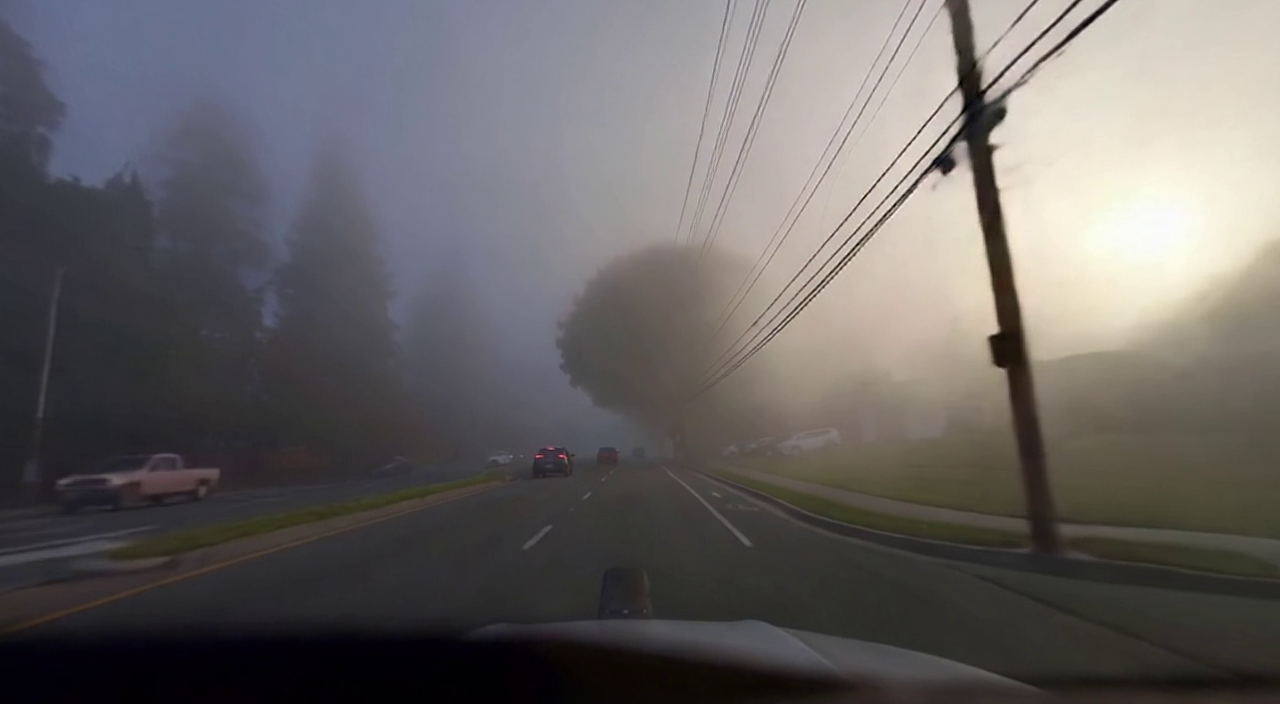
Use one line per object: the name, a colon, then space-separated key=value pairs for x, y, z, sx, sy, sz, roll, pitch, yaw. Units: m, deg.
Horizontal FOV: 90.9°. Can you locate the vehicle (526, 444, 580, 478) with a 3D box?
vehicle: x=-4.112 y=5.223 z=30.559 sx=2.084 sy=1.466 sz=4.522 roll=1 pitch=-9 yaw=-2

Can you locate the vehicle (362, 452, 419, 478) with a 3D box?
vehicle: x=-16.163 y=7.310 z=41.046 sx=1.890 sy=1.490 sz=4.494 roll=1 pitch=-9 yaw=0

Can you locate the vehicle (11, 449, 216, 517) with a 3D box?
vehicle: x=-14.731 y=3.639 z=18.095 sx=1.948 sy=1.632 sz=4.579 roll=1 pitch=-9 yaw=-2

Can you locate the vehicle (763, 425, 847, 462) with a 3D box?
vehicle: x=10.653 y=5.972 z=40.967 sx=4.610 sy=1.853 sz=2.265 roll=-6 pitch=-9 yaw=-4
